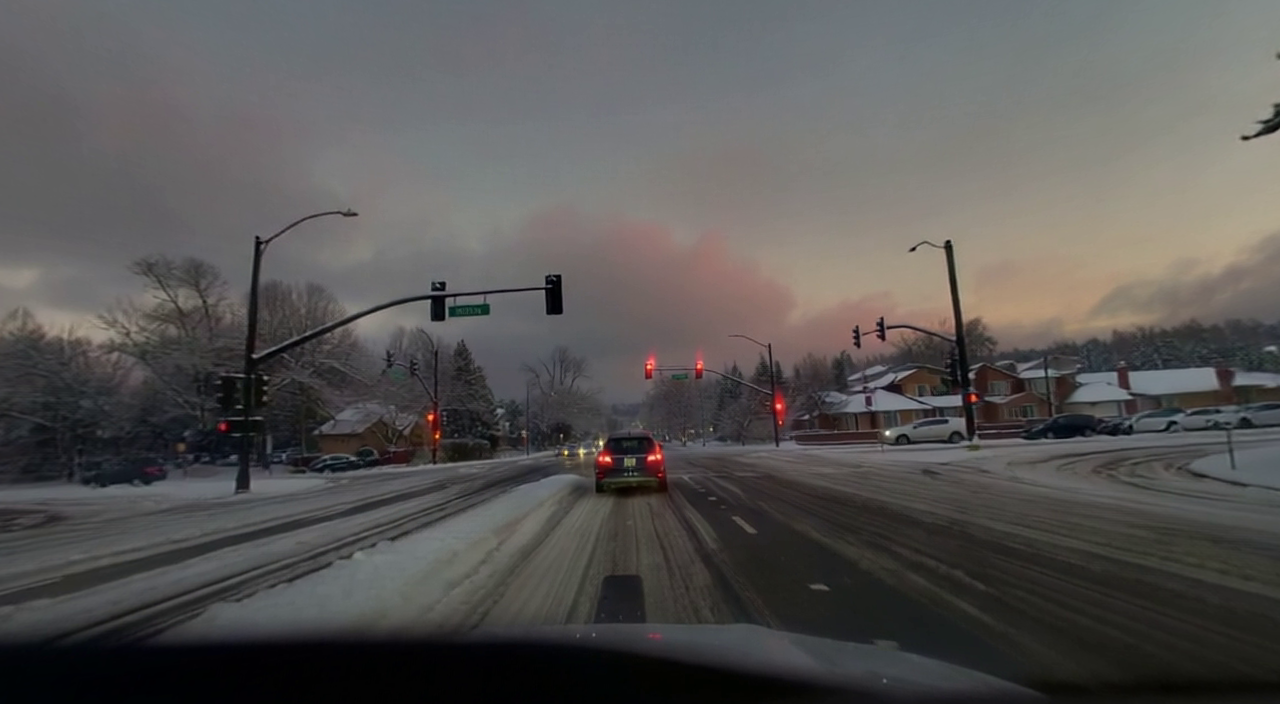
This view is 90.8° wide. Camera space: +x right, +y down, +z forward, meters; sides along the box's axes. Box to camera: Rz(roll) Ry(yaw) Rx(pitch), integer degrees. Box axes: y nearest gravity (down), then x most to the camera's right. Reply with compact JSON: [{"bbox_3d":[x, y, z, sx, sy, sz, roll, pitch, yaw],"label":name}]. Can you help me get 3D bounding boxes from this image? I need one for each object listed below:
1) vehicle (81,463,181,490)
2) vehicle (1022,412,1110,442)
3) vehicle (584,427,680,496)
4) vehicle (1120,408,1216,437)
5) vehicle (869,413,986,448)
[{"bbox_3d":[-35.918,8.764,44.688,5.009,1.739,2.092,1,-8,-6],"label":"vehicle"},{"bbox_3d":[28.655,5.095,42.611,4.557,1.899,1.996,1,-8,-5],"label":"vehicle"},{"bbox_3d":[-0.083,2.887,17.055,2.074,1.570,3.647,0,-8,7],"label":"vehicle"},{"bbox_3d":[35.916,4.806,43.068,4.735,1.784,2.094,1,-7,-3],"label":"vehicle"},{"bbox_3d":[17.932,4.924,39.677,6.025,2.000,2.876,1,-7,-2],"label":"vehicle"}]
